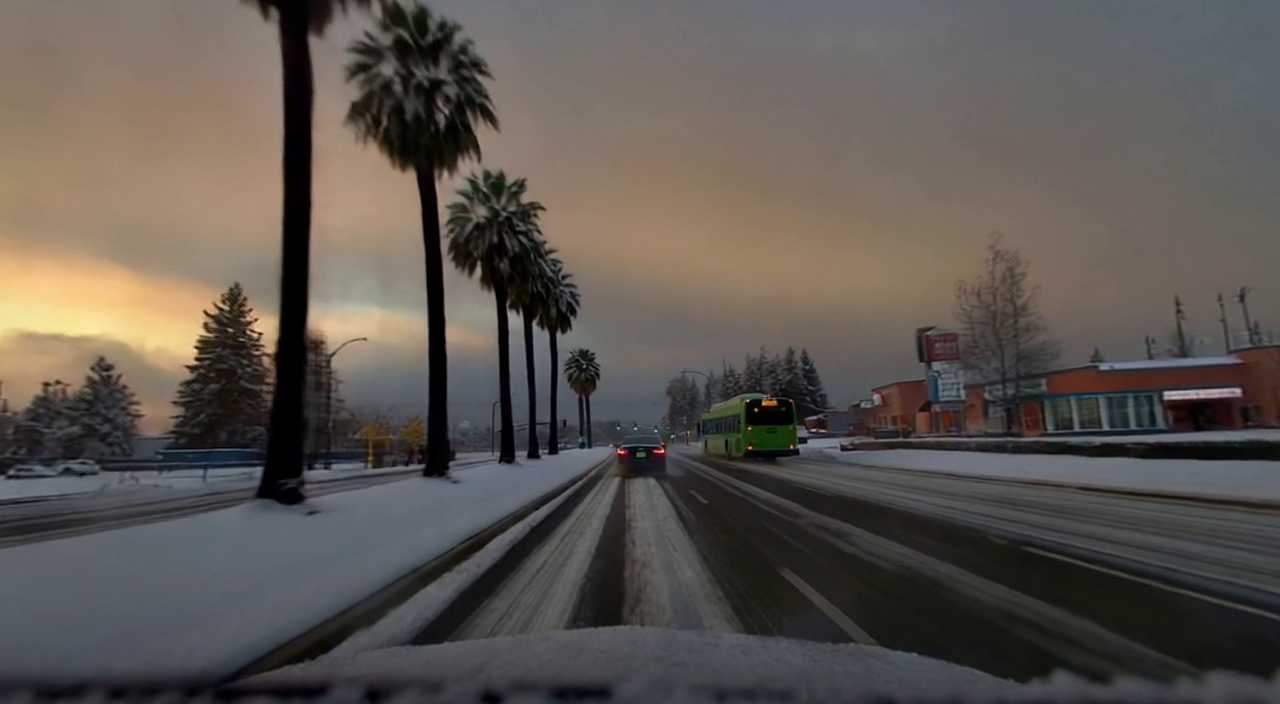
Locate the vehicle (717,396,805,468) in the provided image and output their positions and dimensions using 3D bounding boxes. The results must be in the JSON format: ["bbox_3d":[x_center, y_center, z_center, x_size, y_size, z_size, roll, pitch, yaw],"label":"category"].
[{"bbox_3d":[6.290,4.467,34.619,2.795,3.383,9.287,0,-9,-1],"label":"vehicle"}]

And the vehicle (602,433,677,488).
[{"bbox_3d":[-0.039,3.303,19.544,2.065,1.477,4.306,0,-9,-1],"label":"vehicle"}]

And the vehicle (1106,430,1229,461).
[{"bbox_3d":[25.742,4.566,30.950,4.319,1.444,1.888,0,-9,-1],"label":"vehicle"}]

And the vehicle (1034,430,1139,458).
[{"bbox_3d":[25.225,5.231,35.789,4.492,1.492,1.855,0,-9,0],"label":"vehicle"}]

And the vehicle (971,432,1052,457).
[{"bbox_3d":[25.242,6.306,43.007,4.260,1.455,1.767,-3,-8,2],"label":"vehicle"}]

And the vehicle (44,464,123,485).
[{"bbox_3d":[-43.779,9.630,49.777,1.714,1.415,4.313,-7,-11,39],"label":"vehicle"}]
